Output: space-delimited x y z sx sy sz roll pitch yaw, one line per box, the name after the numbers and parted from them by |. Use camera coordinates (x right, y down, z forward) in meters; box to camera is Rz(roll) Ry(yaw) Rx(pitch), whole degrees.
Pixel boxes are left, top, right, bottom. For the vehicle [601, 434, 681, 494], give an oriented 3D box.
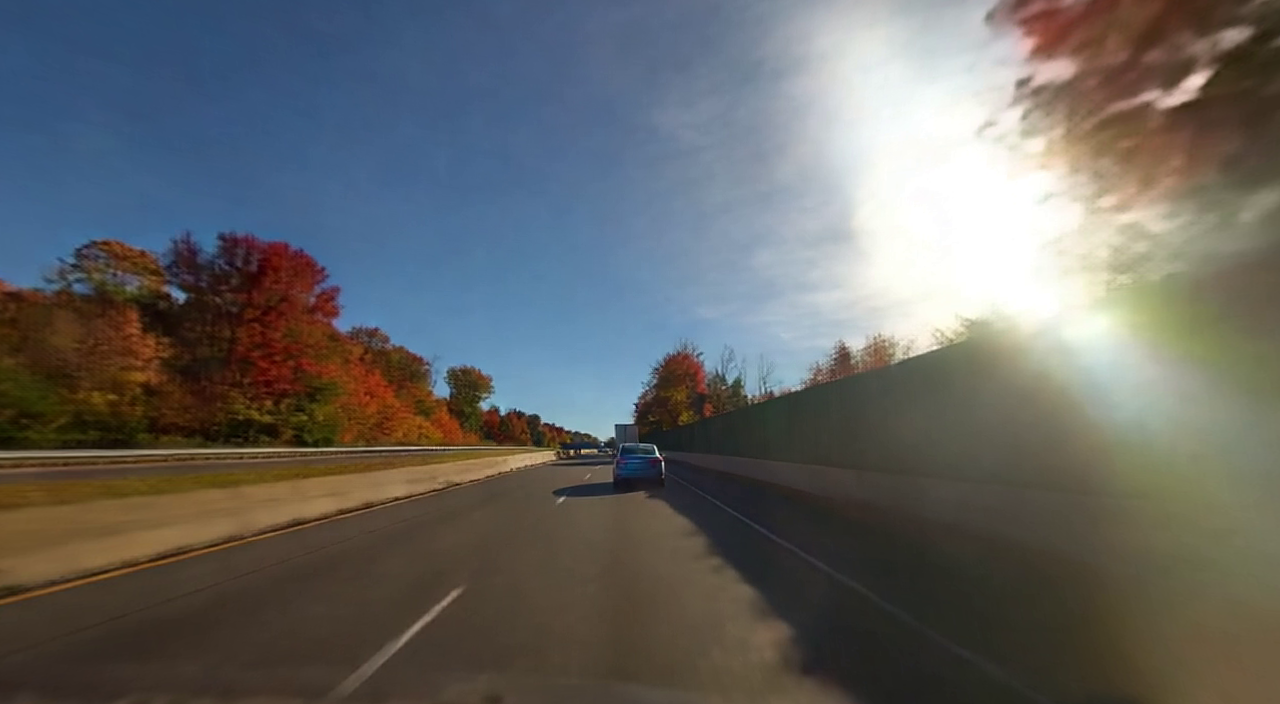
-0.046 3.192 18.345 2.057 1.516 4.065 1 -8 -2 | vehicle
